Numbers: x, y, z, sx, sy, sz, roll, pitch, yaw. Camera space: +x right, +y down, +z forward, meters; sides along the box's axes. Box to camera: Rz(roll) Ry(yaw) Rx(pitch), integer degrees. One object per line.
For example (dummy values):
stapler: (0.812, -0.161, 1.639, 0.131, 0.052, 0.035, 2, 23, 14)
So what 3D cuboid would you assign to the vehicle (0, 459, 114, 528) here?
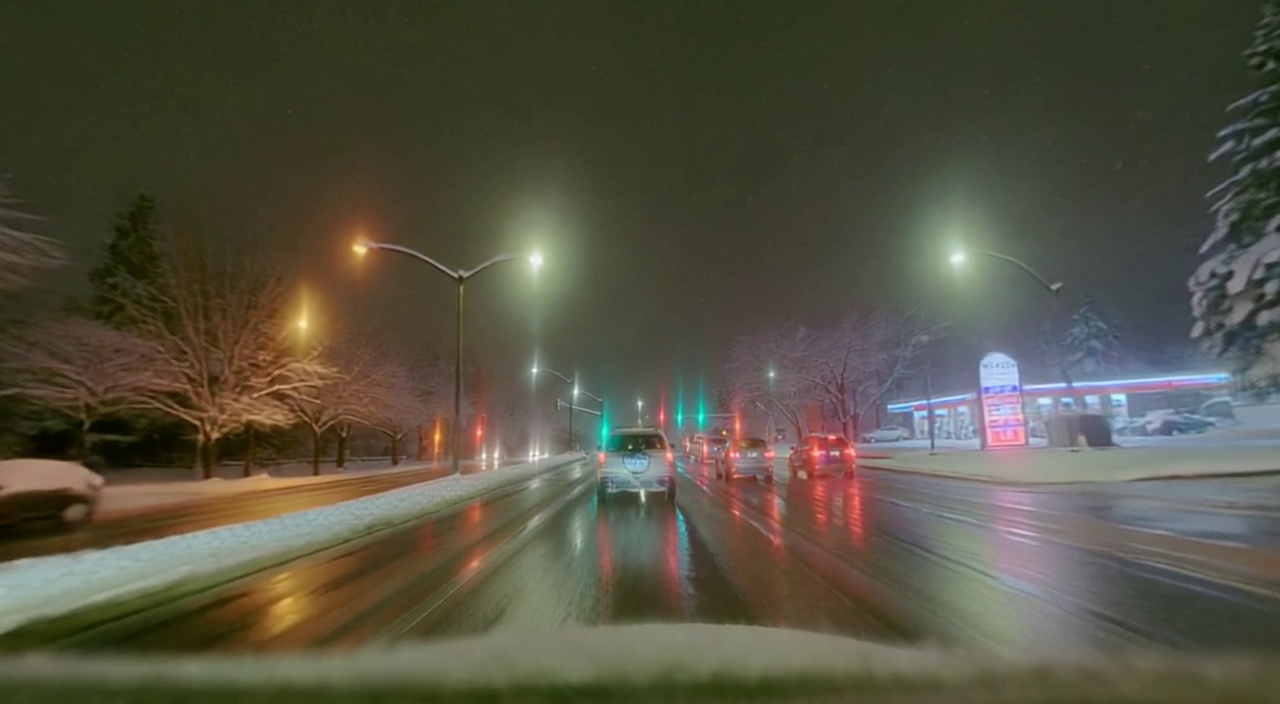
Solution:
vehicle: (-15.557, 3.405, 15.254, 1.914, 1.496, 4.361, -1, -9, 1)

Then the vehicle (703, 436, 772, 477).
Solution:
vehicle: (3.803, 4.141, 25.327, 1.940, 1.474, 4.234, 0, -9, -2)

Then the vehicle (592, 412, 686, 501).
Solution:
vehicle: (-0.083, 2.640, 16.250, 2.038, 1.917, 4.900, 0, -9, -1)

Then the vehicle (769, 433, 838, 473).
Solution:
vehicle: (6.994, 4.361, 27.421, 1.793, 1.585, 4.130, 0, -9, -1)
